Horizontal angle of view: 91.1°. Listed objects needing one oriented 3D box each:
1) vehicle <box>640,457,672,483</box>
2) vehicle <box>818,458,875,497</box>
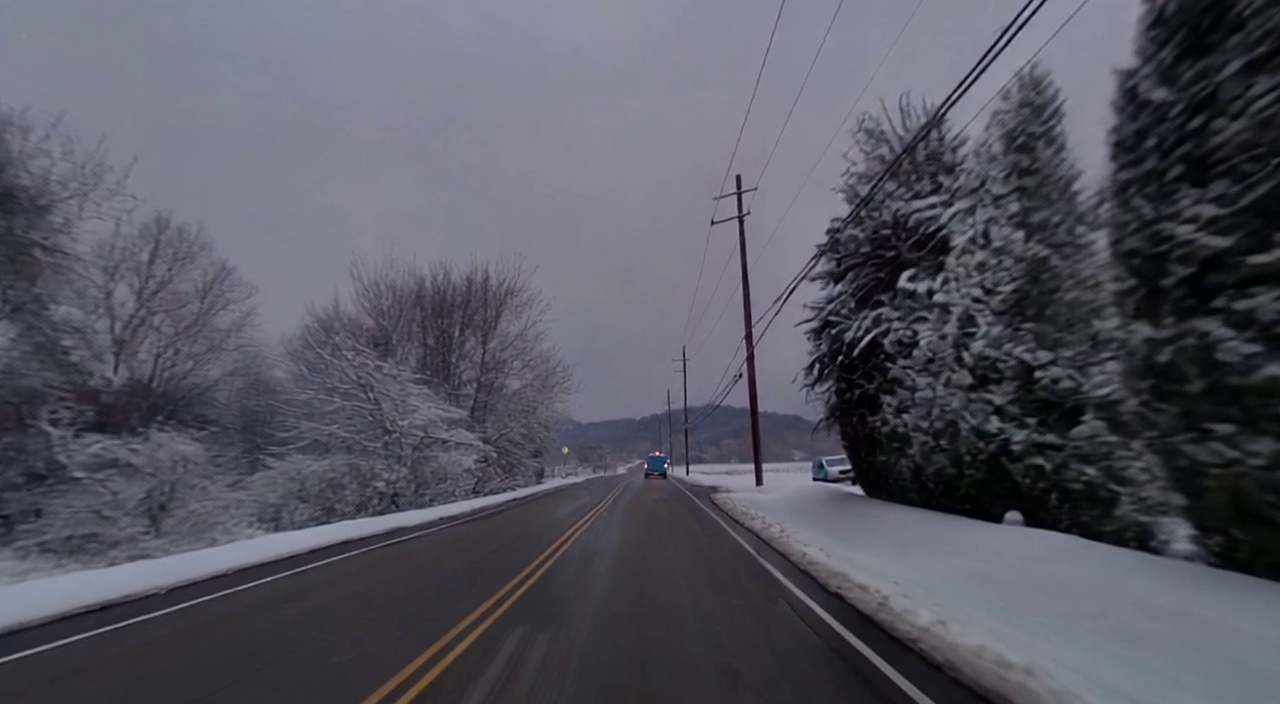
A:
[{"bbox_3d":[1.189,9.005,48.165,2.319,1.843,4.513,1,-10,1],"label":"vehicle"},{"bbox_3d":[11.250,6.855,34.593,2.077,1.919,4.690,-3,-10,8],"label":"vehicle"}]
